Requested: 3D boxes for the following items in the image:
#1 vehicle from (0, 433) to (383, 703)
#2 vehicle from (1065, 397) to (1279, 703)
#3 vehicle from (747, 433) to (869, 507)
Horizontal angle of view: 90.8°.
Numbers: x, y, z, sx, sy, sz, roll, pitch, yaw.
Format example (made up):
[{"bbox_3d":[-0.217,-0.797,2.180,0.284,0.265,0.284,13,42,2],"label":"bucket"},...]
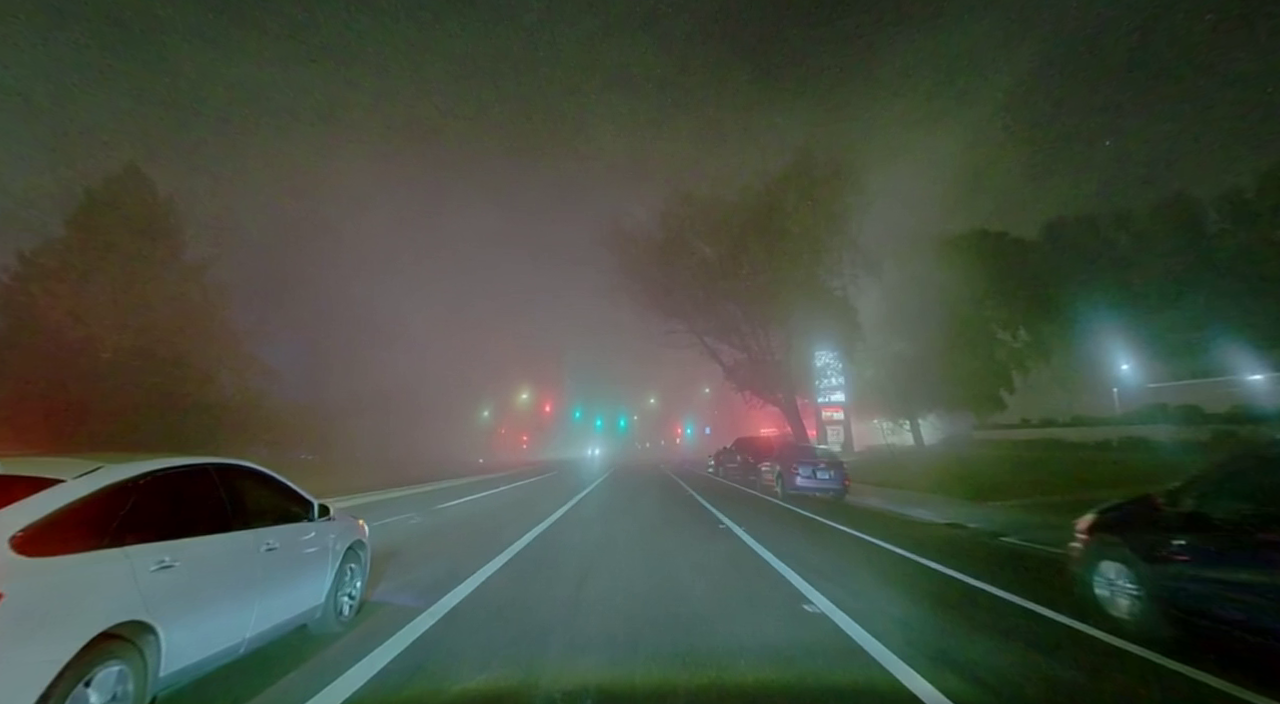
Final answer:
[{"bbox_3d":[-3.023,1.094,2.767,1.874,1.424,4.553,-1,-8,0],"label":"vehicle"},{"bbox_3d":[4.305,0.968,2.689,2.038,1.633,4.166,0,-8,0],"label":"vehicle"},{"bbox_3d":[4.326,3.100,17.155,2.032,1.703,4.650,0,-8,0],"label":"vehicle"}]
